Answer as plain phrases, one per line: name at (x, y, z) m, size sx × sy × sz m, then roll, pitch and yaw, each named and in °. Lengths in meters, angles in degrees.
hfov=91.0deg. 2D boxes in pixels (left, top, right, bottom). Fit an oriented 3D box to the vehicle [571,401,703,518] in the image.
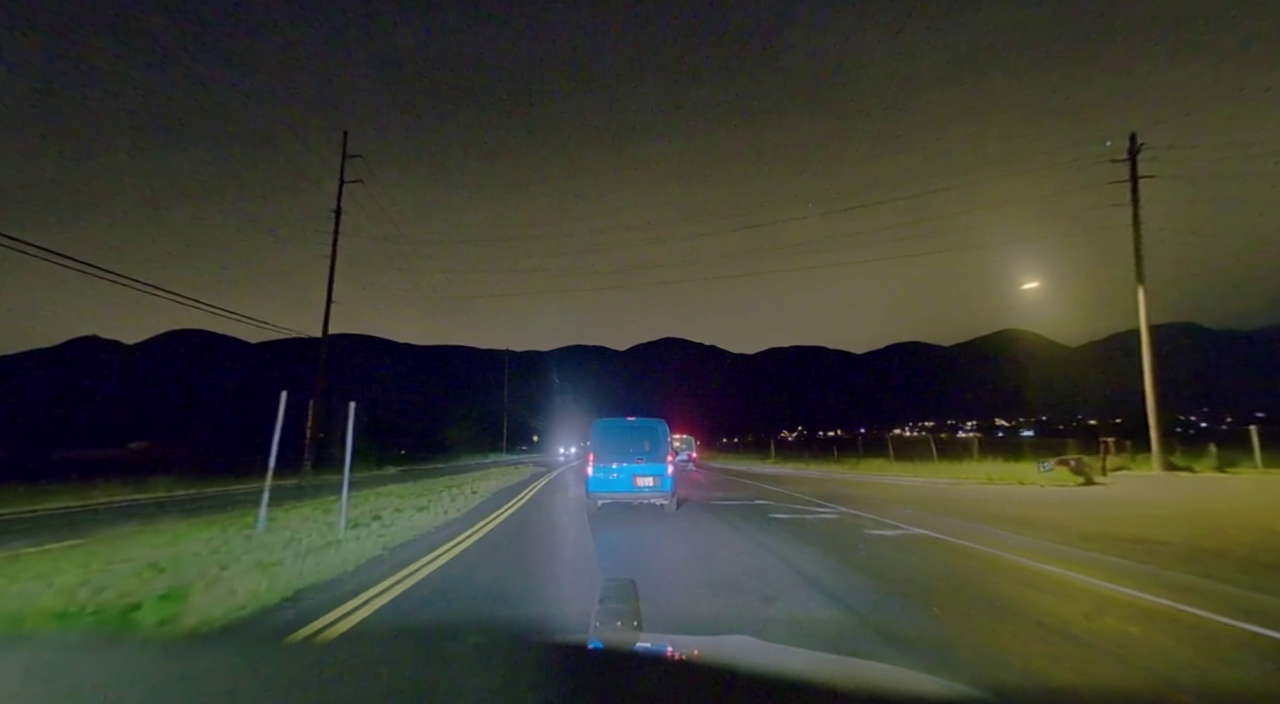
vehicle at (-0.131, 2.343, 14.054) m, size 2.454 × 2.144 × 4.535 m, roll 0°, pitch -9°, yaw -2°
